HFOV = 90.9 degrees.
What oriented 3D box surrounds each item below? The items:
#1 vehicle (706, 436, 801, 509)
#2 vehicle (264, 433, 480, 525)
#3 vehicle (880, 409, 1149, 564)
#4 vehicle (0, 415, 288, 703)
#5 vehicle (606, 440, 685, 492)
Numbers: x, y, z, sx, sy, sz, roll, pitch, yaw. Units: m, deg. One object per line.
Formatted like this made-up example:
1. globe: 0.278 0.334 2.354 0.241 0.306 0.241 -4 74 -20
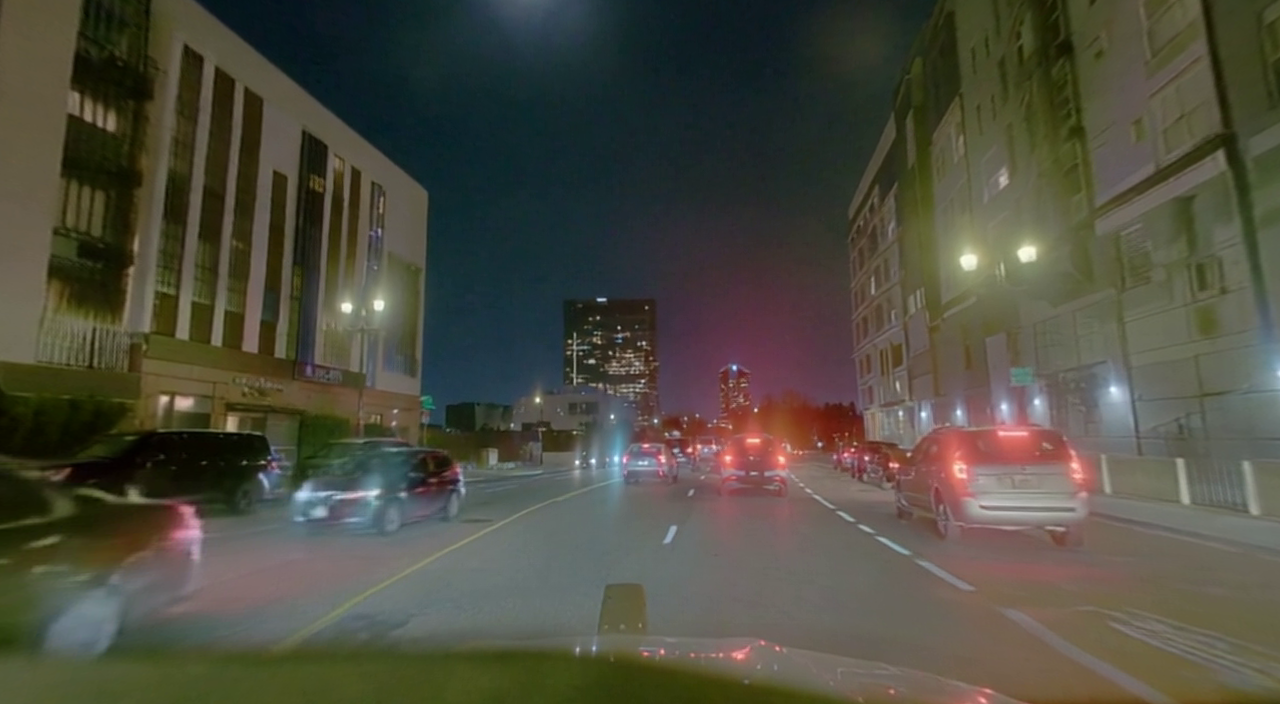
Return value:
1. vehicle: 2.762 2.866 15.550 1.982 1.510 4.144 -1 -8 9
2. vehicle: -5.261 2.515 13.190 2.086 1.565 4.281 -1 -8 10
3. vehicle: 5.264 1.901 9.749 2.088 1.775 4.454 -2 -8 11
4. vehicle: -4.124 1.047 3.022 2.028 1.478 4.682 0 -8 2
5. vehicle: 0.270 3.517 19.833 2.031 1.461 3.763 -1 -8 8
